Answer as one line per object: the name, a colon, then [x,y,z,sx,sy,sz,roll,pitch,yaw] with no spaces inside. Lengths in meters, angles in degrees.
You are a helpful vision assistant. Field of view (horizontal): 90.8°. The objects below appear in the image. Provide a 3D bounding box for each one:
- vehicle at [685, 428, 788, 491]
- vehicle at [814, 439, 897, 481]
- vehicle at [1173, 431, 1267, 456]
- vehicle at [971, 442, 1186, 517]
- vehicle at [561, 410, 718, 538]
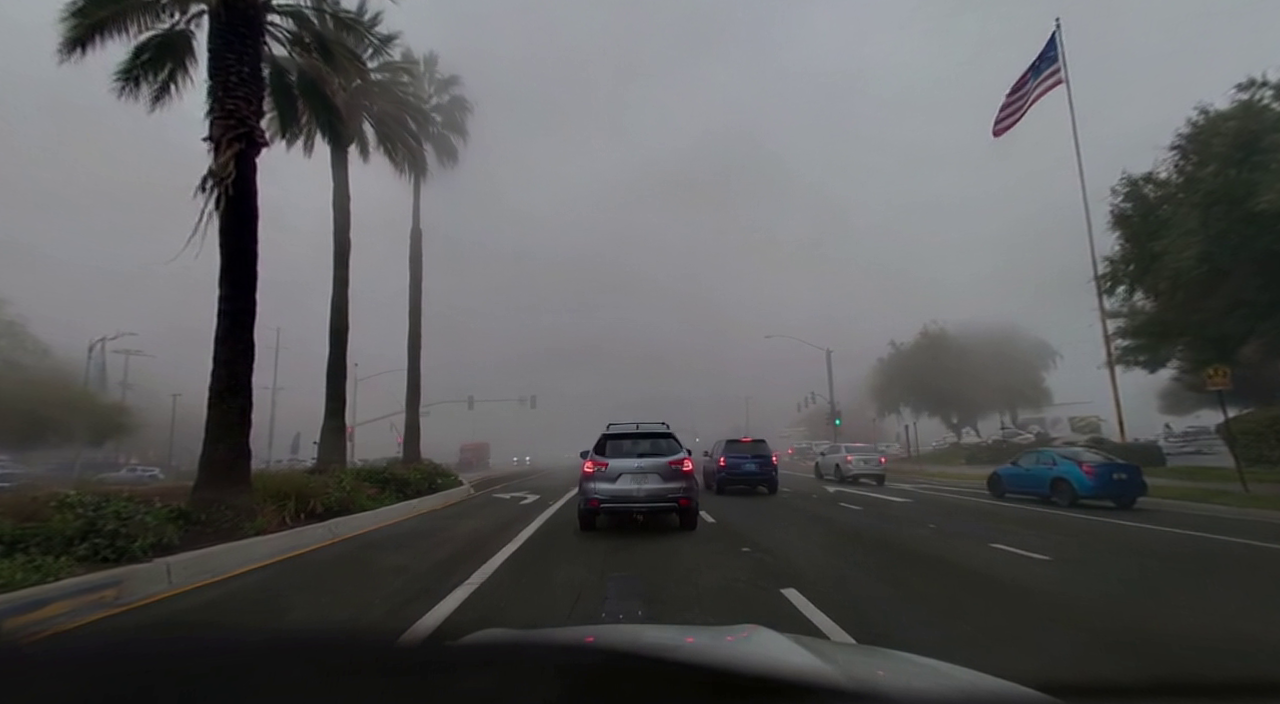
vehicle: [3.329,3.928,23.507,2.773,2.021,6.212,0,-9,-1]
vehicle: [10.057,5.064,29.938,2.155,1.779,4.582,0,-9,-2]
vehicle: [36.394,5.800,39.813,1.839,1.455,4.395,0,-9,2]
vehicle: [9.902,2.875,14.797,1.967,1.485,4.267,0,-9,1]
vehicle: [-0.036,2.216,12.043,2.402,1.938,4.535,0,-9,-1]
